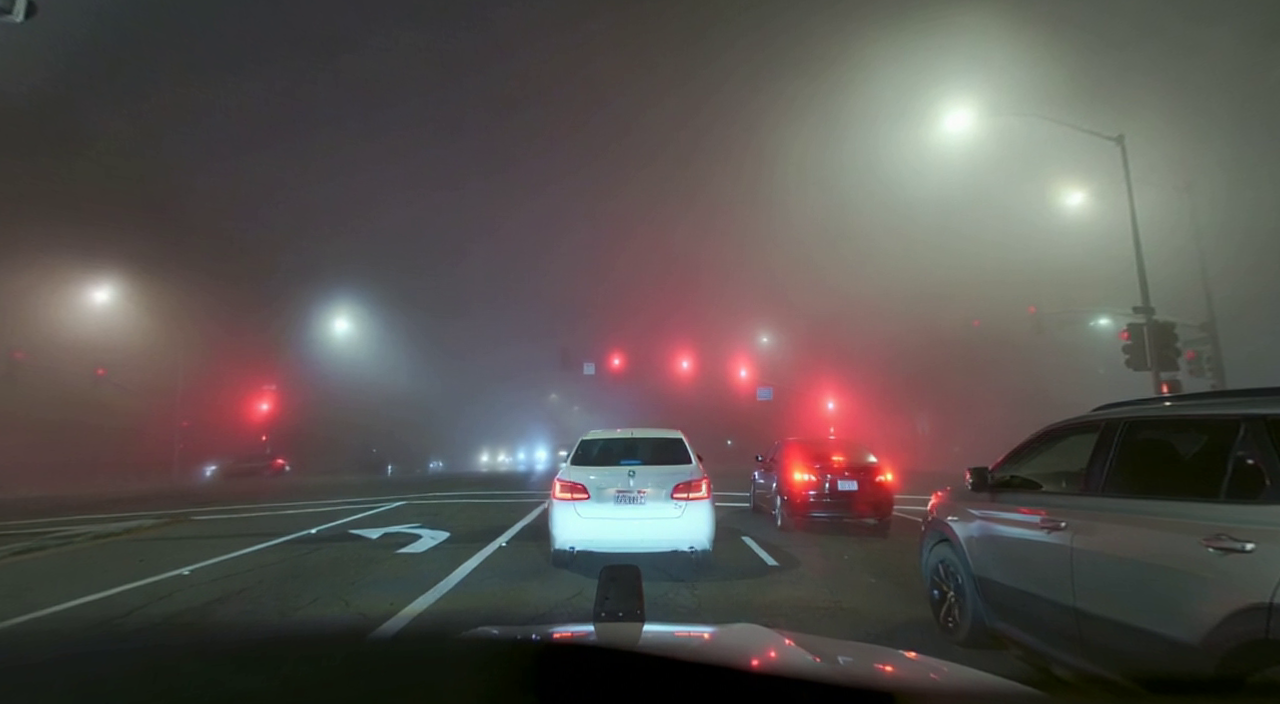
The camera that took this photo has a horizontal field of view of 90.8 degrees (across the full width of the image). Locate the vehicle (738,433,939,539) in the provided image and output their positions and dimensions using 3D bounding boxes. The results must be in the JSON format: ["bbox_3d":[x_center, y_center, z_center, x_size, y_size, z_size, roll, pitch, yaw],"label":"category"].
[{"bbox_3d":[3.144,2.216,11.154,2.001,1.463,4.398,0,-8,-2],"label":"vehicle"}]

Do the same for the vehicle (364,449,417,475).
[{"bbox_3d":[-18.755,8.261,47.763,2.026,1.836,4.726,0,-8,0],"label":"vehicle"}]

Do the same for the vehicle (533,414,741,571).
[{"bbox_3d":[-0.079,1.783,8.760,2.188,1.637,4.027,0,-8,-1],"label":"vehicle"}]

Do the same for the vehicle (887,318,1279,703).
[{"bbox_3d":[3.003,0.865,2.674,2.103,1.701,4.294,0,-8,-1],"label":"vehicle"}]

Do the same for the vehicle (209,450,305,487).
[{"bbox_3d":[-20.623,6.236,34.048,4.448,1.837,2.021,-3,-9,21],"label":"vehicle"}]
